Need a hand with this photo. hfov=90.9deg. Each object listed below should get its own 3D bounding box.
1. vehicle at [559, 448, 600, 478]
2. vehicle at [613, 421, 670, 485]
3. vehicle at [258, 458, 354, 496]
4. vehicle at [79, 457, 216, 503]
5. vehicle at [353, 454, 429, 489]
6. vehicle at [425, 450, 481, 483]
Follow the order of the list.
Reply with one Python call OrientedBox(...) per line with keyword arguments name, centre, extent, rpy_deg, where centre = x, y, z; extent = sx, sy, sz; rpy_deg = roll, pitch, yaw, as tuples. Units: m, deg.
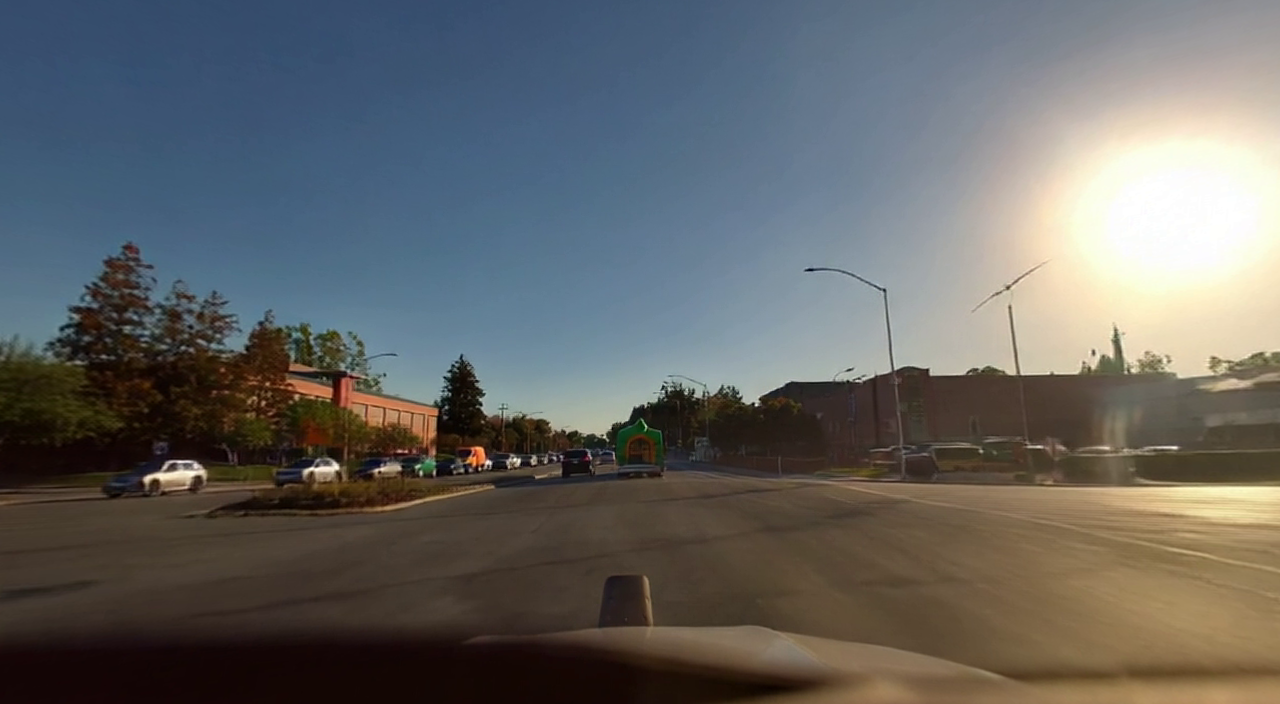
OrientedBox(name="vehicle", centre=(-3.954, 7.297, 41.781), extent=(2.184, 1.830, 4.890), rpy_deg=(0, -8, 0))
OrientedBox(name="vehicle", centre=(-0.103, 5.788, 36.618), extent=(2.843, 3.120, 10.422), rpy_deg=(0, -8, -2))
OrientedBox(name="vehicle", centre=(-16.274, 6.067, 31.044), extent=(2.022, 1.442, 4.853), rpy_deg=(-4, -8, 1))
OrientedBox(name="vehicle", centre=(-22.345, 5.791, 28.969), extent=(2.017, 1.785, 5.092), rpy_deg=(-1, -8, 3))
OrientedBox(name="vehicle", centre=(-12.926, 6.201, 33.063), extent=(1.960, 1.627, 4.784), rpy_deg=(0, -8, 1))
OrientedBox(name="vehicle", centre=(-12.430, 7.593, 42.153), extent=(2.068, 1.747, 5.040), rpy_deg=(-4, -7, 1))
